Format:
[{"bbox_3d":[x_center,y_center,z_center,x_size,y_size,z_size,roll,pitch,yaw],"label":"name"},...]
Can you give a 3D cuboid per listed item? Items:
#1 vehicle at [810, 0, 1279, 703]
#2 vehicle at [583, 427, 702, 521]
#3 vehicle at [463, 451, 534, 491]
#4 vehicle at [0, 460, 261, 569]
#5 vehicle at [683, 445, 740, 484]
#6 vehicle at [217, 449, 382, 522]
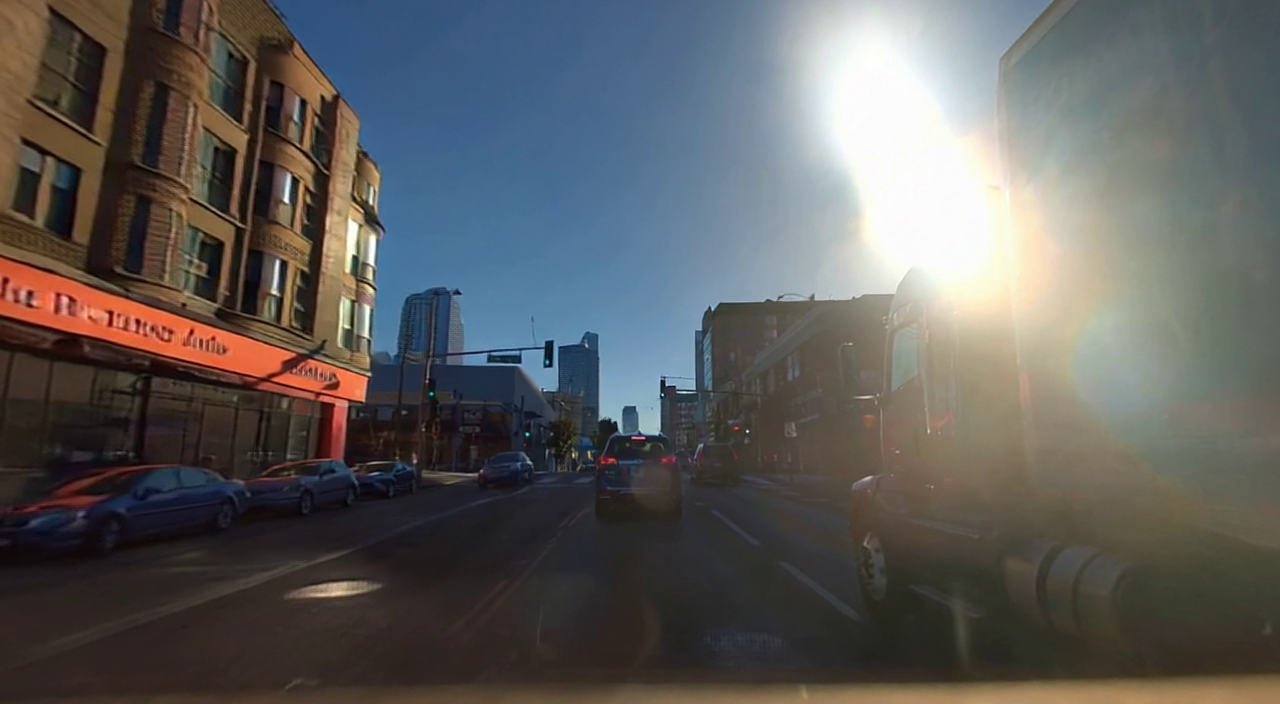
[{"bbox_3d":[3.289,-0.178,1.630,2.913,3.771,9.716,0,-8,0],"label":"vehicle"},{"bbox_3d":[0.102,2.710,14.593,2.283,1.783,4.548,-1,-8,1],"label":"vehicle"},{"bbox_3d":[-5.937,5.017,27.033,1.947,1.462,4.640,0,-8,0],"label":"vehicle"},{"bbox_3d":[-8.800,2.648,11.034,1.805,1.379,4.359,0,-8,-2],"label":"vehicle"},{"bbox_3d":[3.326,5.349,30.316,2.159,1.696,4.316,0,-8,-1],"label":"vehicle"},{"bbox_3d":[-8.940,3.488,17.146,2.084,1.686,4.422,0,-8,-1],"label":"vehicle"}]
